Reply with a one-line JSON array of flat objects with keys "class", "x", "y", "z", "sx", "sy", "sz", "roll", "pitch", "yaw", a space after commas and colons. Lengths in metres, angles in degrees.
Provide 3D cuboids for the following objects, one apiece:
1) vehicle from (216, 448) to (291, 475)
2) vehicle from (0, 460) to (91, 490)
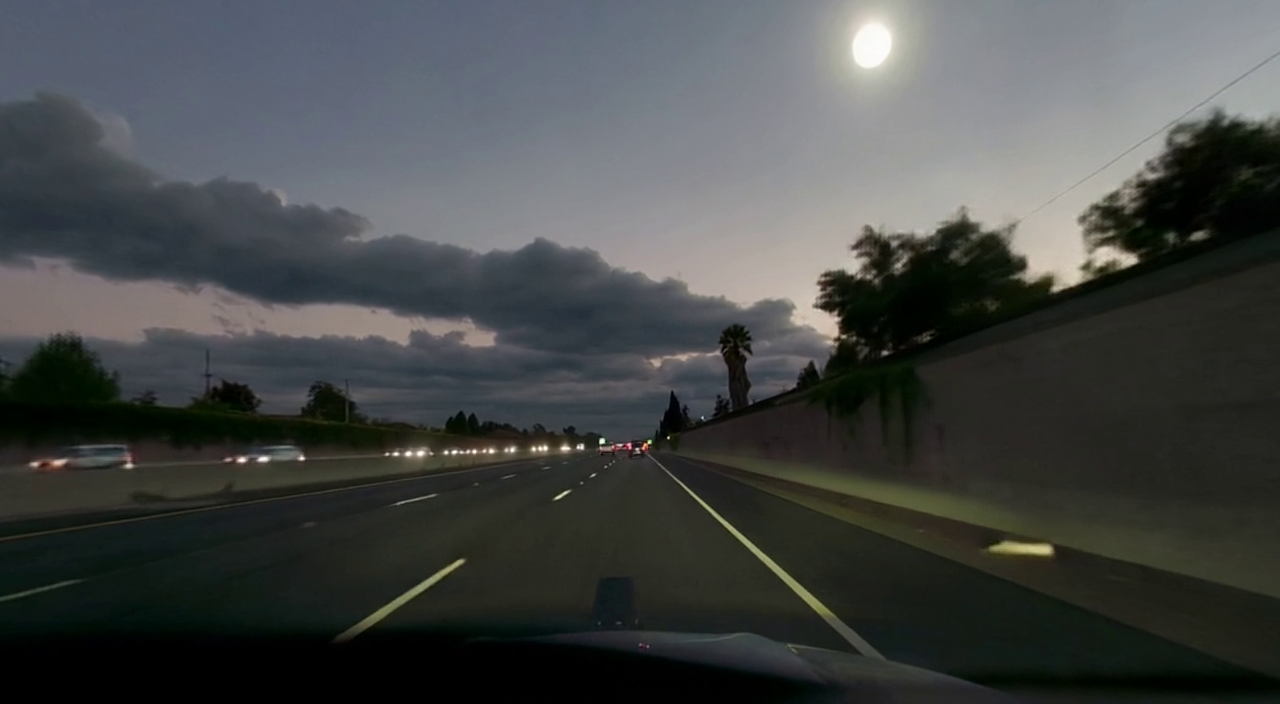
[{"class": "vehicle", "x": -26.143, "y": 7.395, "z": 42.803, "sx": 2.050, "sy": 1.749, "sz": 4.770, "roll": 0, "pitch": -9, "yaw": 1}, {"class": "vehicle", "x": -33.360, "y": 6.753, "z": 34.919, "sx": 1.804, "sy": 1.475, "sz": 4.380, "roll": 0, "pitch": -9, "yaw": 0}]
